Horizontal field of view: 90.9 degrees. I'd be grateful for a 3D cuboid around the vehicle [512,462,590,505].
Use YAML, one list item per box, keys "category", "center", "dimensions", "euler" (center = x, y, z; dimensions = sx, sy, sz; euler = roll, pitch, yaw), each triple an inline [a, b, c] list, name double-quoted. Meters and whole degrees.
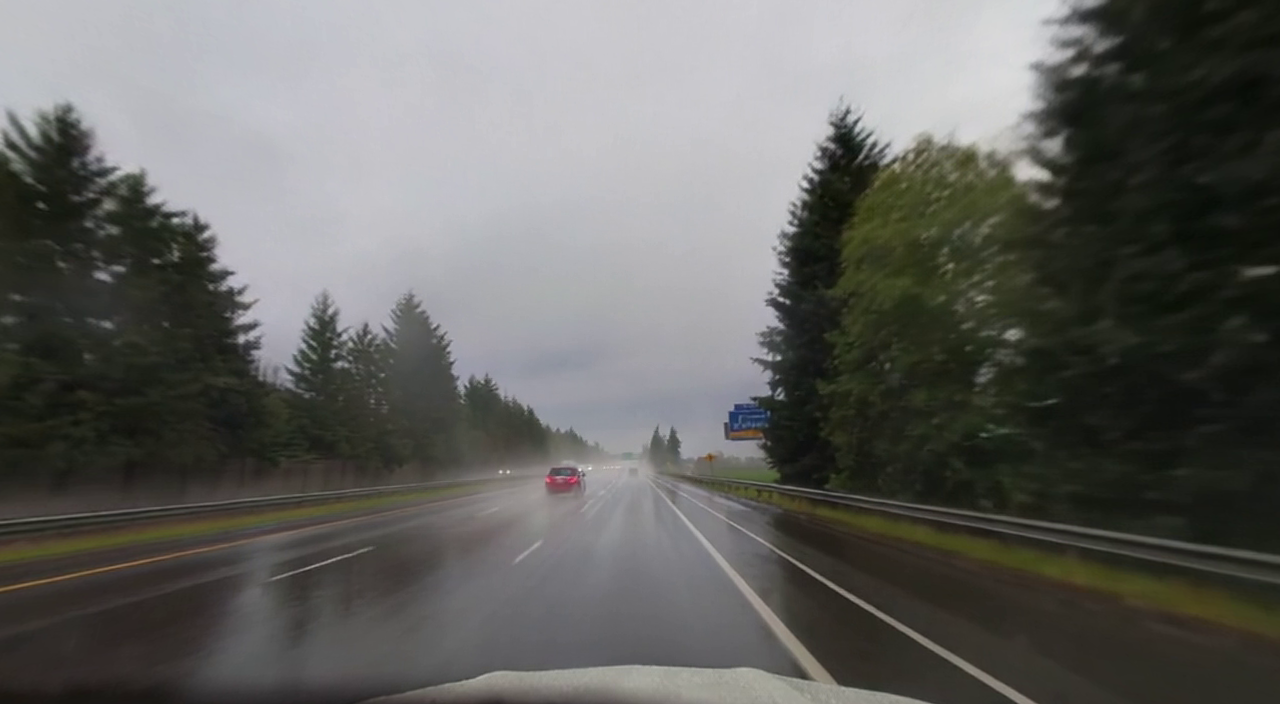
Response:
- category: "vehicle"
  center: [-3.240, 4.950, 23.948]
  dimensions: [2.183, 1.435, 4.653]
  euler: [0, -10, 1]
